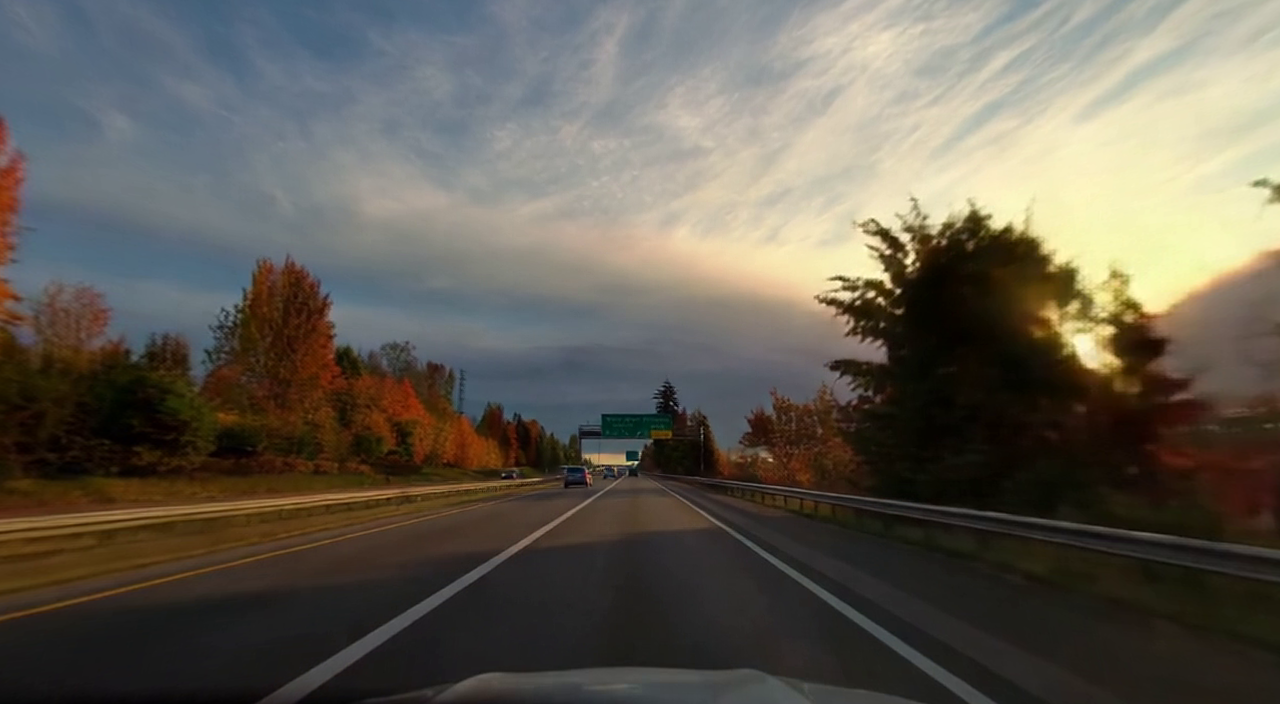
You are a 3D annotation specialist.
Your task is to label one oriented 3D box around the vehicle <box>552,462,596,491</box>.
[{"bbox_3d":[-4.104,7.871,39.921,2.239,1.687,4.598,1,-11,1],"label":"vehicle"}]
